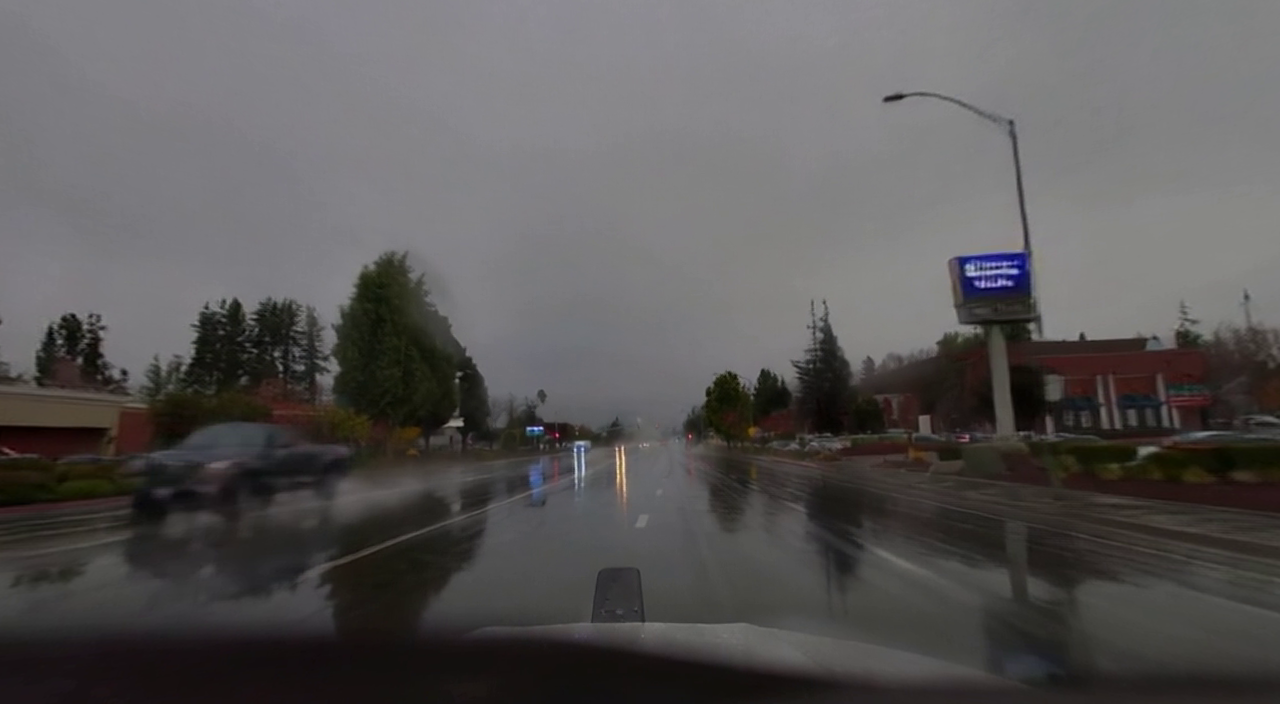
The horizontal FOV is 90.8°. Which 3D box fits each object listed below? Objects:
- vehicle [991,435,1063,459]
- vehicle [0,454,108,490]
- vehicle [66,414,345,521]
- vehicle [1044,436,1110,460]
[{"bbox_3d":[28.045,6.954,46.019,2.129,1.652,5.150,0,-9,2],"label":"vehicle"},{"bbox_3d":[-26.451,5.214,27.625,4.553,1.445,1.942,0,-9,1],"label":"vehicle"},{"bbox_3d":[-9.008,2.471,13.948,2.157,1.883,5.286,-1,-9,3],"label":"vehicle"},{"bbox_3d":[31.180,6.874,45.231,1.825,1.572,4.229,0,-9,3],"label":"vehicle"}]
